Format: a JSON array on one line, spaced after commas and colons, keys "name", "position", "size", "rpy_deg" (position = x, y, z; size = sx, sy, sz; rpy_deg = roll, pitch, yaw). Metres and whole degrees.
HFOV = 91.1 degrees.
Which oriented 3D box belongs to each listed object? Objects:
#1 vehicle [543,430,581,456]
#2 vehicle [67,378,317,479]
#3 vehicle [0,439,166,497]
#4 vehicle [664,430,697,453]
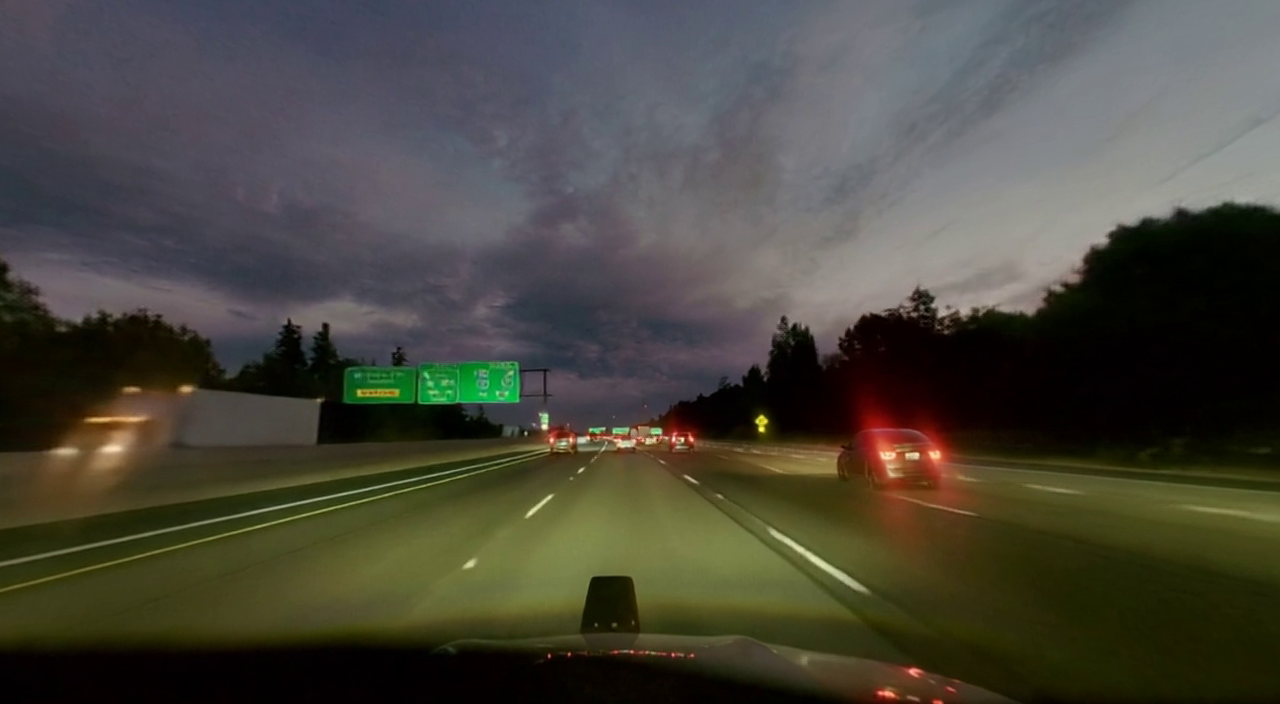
[{"name": "vehicle", "position": [-5.256, 6.167, 42.755], "size": [2.119, 1.629, 3.946], "rpy_deg": [0, -8, -1]}, {"name": "vehicle", "position": [-21.406, 3.977, 32.053], "size": [2.881, 3.966, 14.073], "rpy_deg": [0, -8, -2]}, {"name": "vehicle", "position": [-16.990, 3.422, 19.088], "size": [1.896, 1.535, 4.266], "rpy_deg": [0, -8, -1]}, {"name": "vehicle", "position": [3.087, 6.880, 48.582], "size": [2.066, 1.673, 4.225], "rpy_deg": [0, -8, -2]}]
